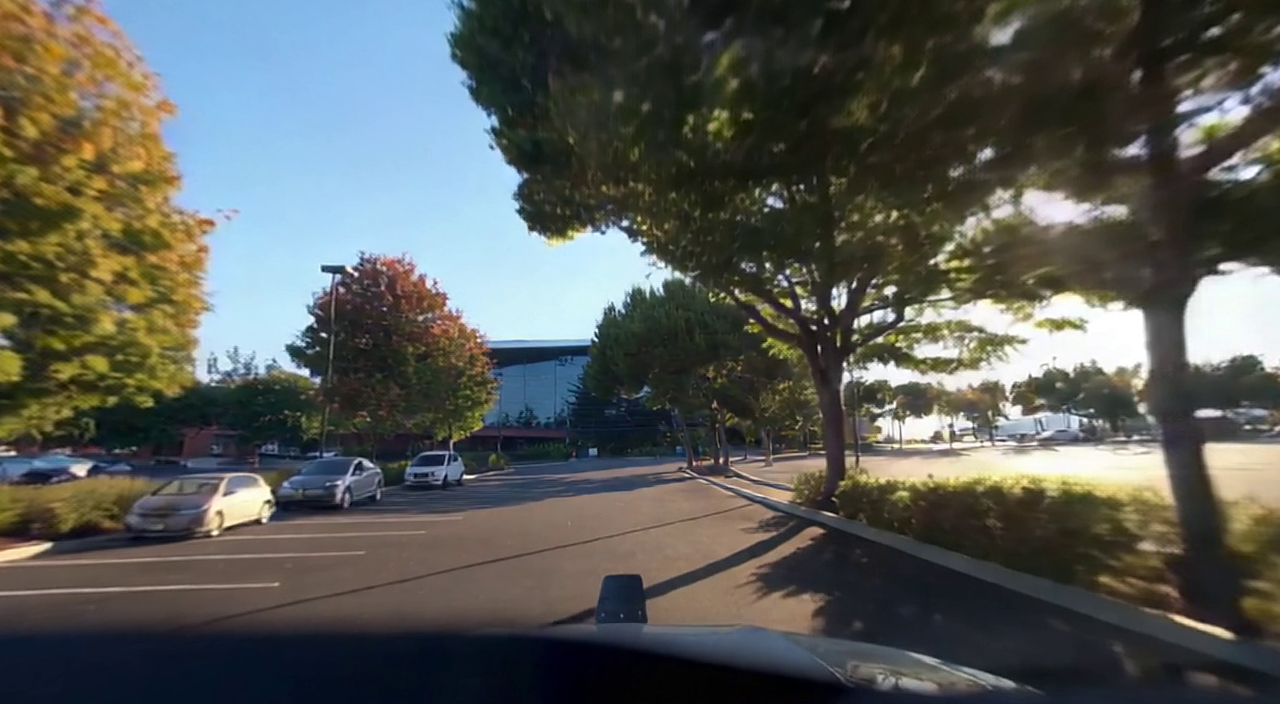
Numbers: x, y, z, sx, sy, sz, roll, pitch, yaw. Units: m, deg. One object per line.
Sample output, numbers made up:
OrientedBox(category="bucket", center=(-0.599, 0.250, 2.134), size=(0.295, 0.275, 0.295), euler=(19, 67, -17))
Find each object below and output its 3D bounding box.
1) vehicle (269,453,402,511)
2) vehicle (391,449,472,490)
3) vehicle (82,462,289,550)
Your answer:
OrientedBox(category="vehicle", center=(-9.425, 4.030, 20.026), size=(2.038, 1.525, 4.383), euler=(0, -8, 0))
OrientedBox(category="vehicle", center=(-9.859, 5.567, 30.406), size=(2.360, 1.741, 4.912), euler=(0, -8, -2))
OrientedBox(category="vehicle", center=(-9.604, 3.221, 13.751), size=(1.938, 1.191, 3.630), euler=(-7, -6, -2))
